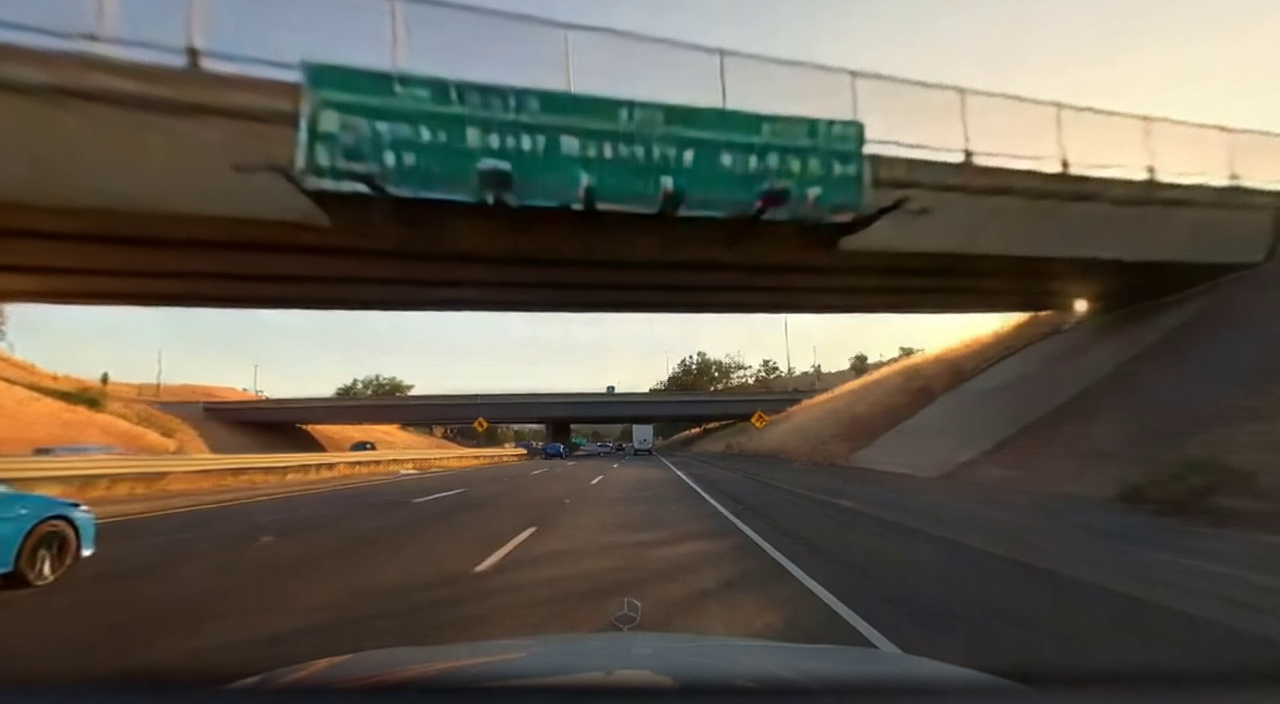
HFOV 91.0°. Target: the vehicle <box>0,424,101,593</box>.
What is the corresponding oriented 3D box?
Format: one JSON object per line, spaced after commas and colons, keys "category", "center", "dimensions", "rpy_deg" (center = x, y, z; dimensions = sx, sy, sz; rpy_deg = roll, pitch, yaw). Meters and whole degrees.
{"category": "vehicle", "center": [-6.935, 1.245, 4.474], "dimensions": [2.096, 1.541, 4.610], "rpy_deg": [0, -8, 0]}
